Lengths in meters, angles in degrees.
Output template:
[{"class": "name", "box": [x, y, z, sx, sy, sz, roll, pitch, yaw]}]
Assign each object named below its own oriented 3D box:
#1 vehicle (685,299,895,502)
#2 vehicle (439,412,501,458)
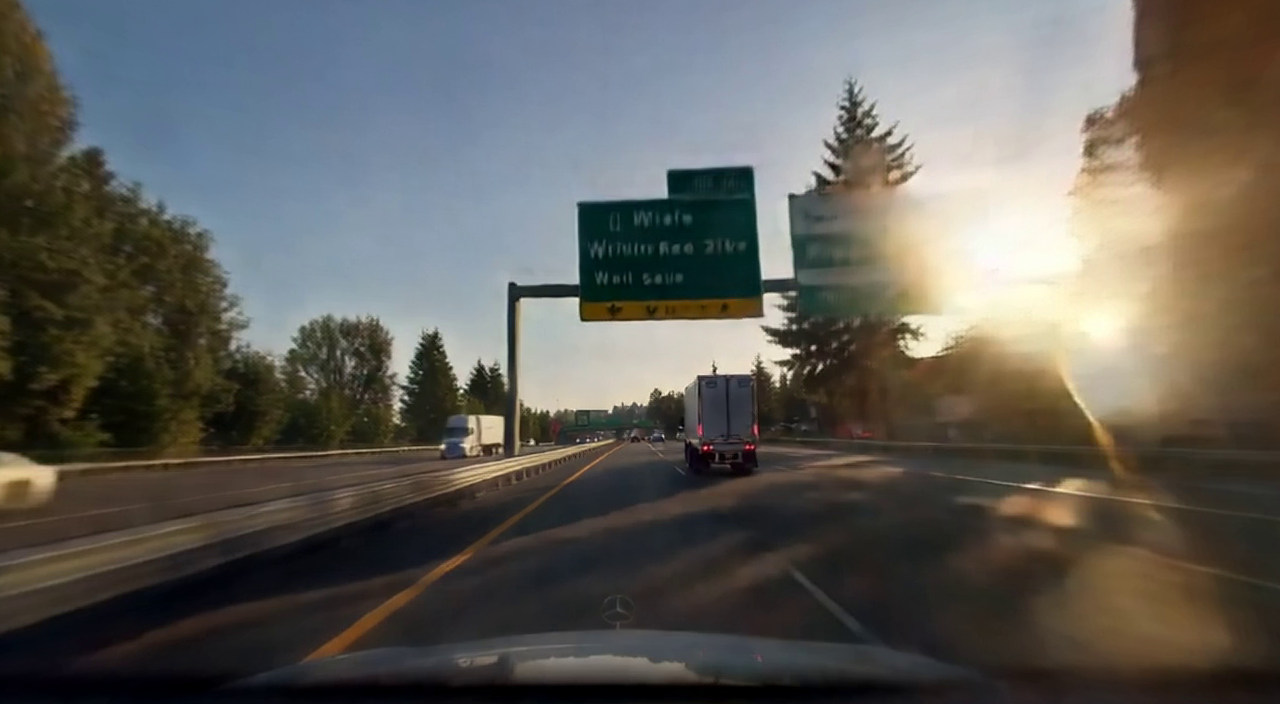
[{"class": "vehicle", "box": [3.399, 1.781, 19.087, 2.954, 3.995, 13.335, 0, -7, -1]}, {"class": "vehicle", "box": [-13.116, 6.502, 49.366, 2.697, 3.310, 7.825, 0, -7, -1]}]
